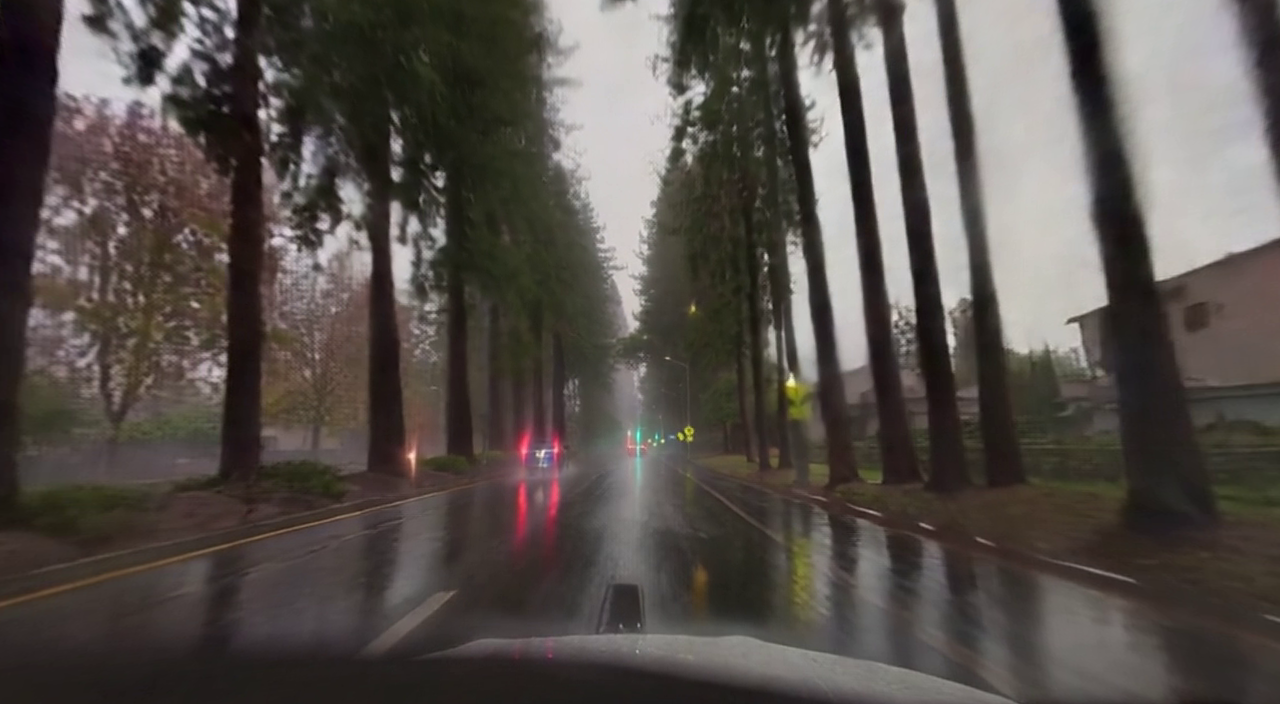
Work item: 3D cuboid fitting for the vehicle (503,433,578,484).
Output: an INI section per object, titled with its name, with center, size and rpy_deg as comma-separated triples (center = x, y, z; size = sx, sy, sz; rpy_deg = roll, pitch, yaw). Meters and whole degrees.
[vehicle]
center = -3.582, 3.943, 23.692
size = 2.078, 1.748, 4.279
rpy_deg = 0, -8, 0
